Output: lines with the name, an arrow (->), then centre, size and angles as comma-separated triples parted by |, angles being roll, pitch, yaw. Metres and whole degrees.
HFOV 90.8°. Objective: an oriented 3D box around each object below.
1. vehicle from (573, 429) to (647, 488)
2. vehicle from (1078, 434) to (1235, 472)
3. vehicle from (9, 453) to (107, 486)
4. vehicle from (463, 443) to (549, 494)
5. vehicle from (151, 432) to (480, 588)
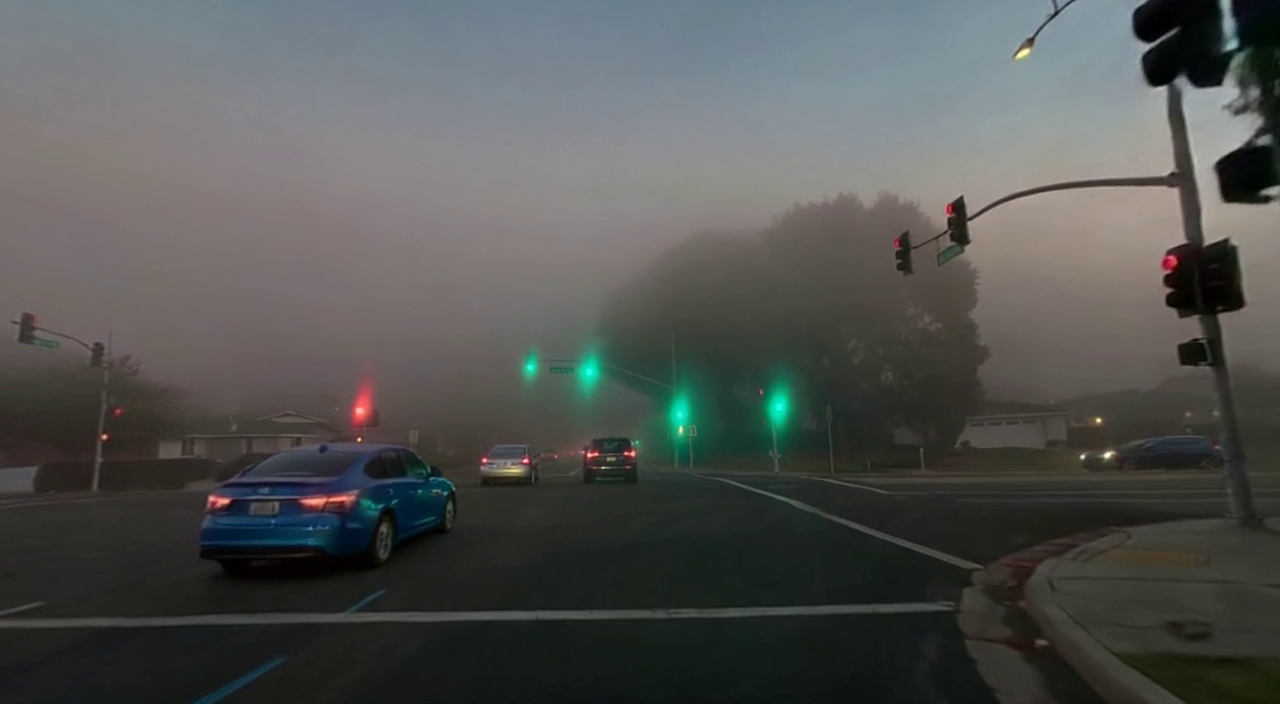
vehicle -> -1.076, 3.774, 22.829 | 2.396, 1.881, 4.606 | 0, -8, -2
vehicle -> 20.414, 4.003, 25.164 | 4.353, 1.431, 1.876 | -2, -8, 12
vehicle -> -32.614, 6.565, 35.575 | 2.113, 1.603, 4.222 | 2, -8, -13
vehicle -> -4.206, 3.698, 20.566 | 1.934, 1.459, 4.368 | 0, -8, -1
vehicle -> -3.760, 1.879, 8.572 | 1.977, 1.488, 4.741 | 0, -8, 0
